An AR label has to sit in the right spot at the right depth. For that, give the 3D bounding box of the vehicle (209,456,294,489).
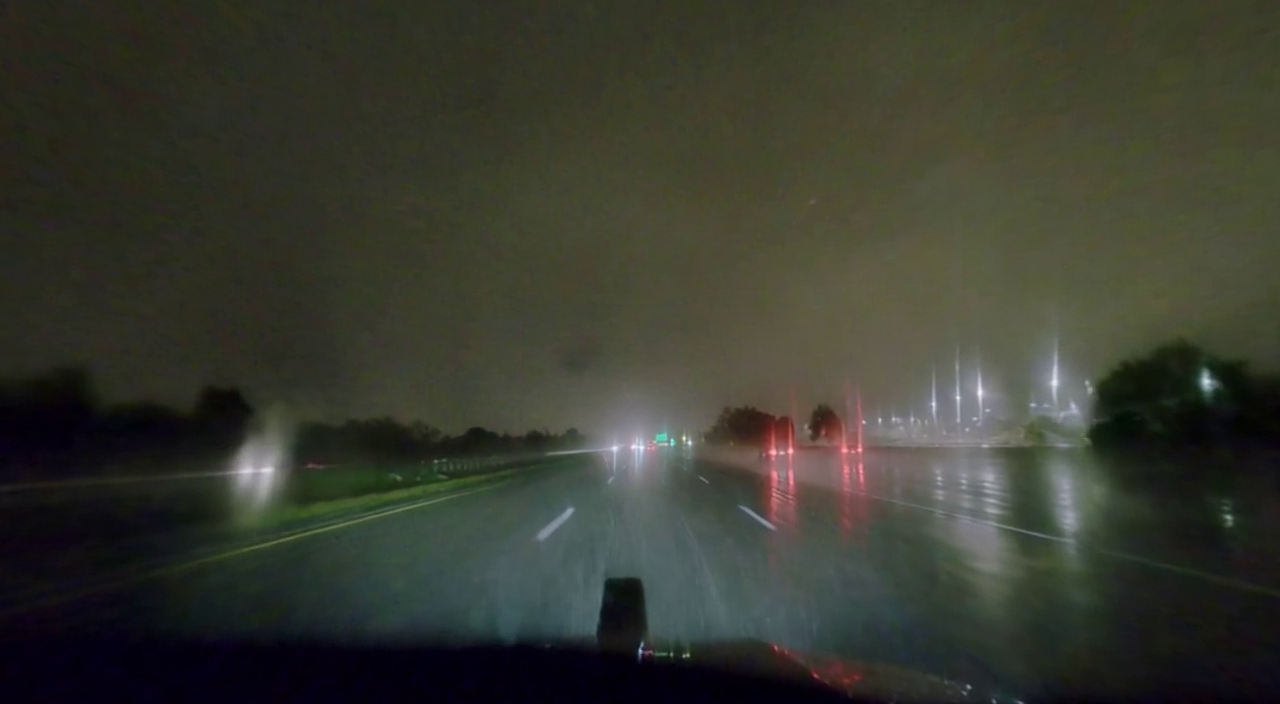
[{"bbox_3d":[-20.853,6.471,34.073,1.841,1.547,4.275,-1,-9,1],"label":"vehicle"}]
